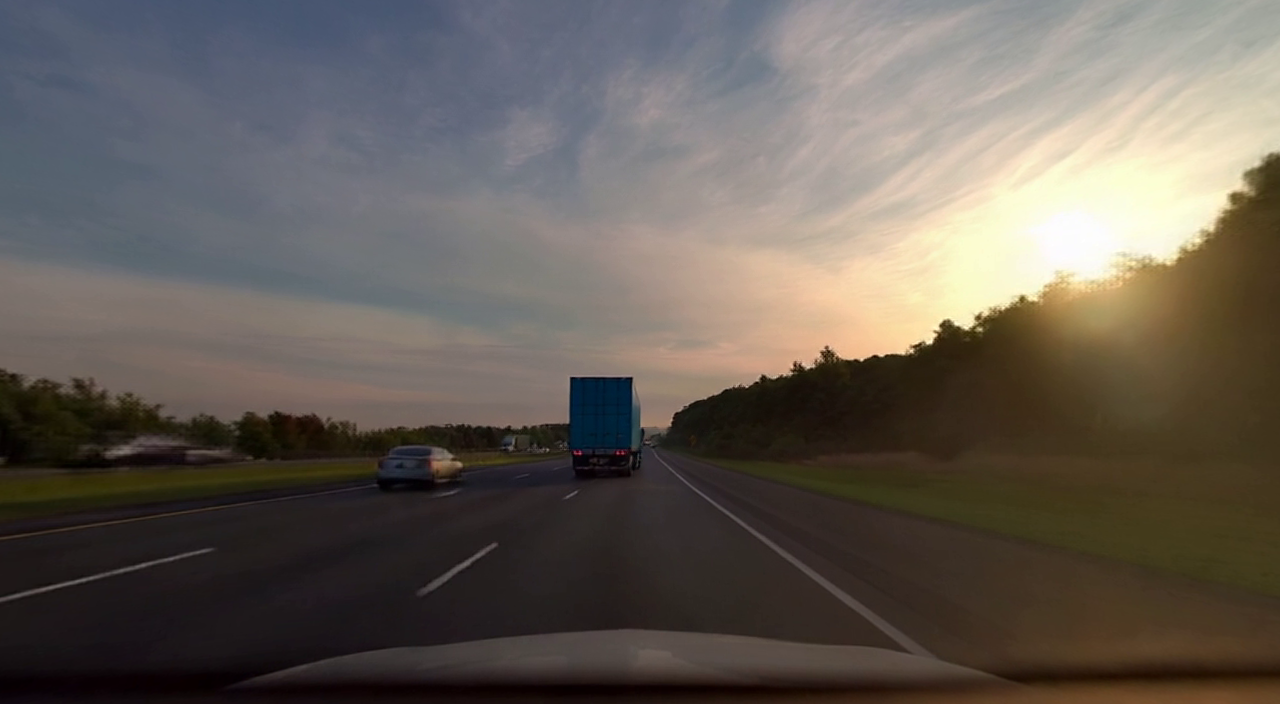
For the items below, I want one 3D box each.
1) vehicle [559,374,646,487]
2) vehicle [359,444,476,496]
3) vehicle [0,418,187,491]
[{"bbox_3d":[-1.282,3.925,30.180,2.851,4.098,14.436,0,-9,2],"label":"vehicle"},{"bbox_3d":[-6.709,3.606,19.612,1.967,1.420,4.473,0,-9,0],"label":"vehicle"},{"bbox_3d":[-18.654,3.444,21.365,2.211,2.118,5.723,0,-9,1],"label":"vehicle"}]
